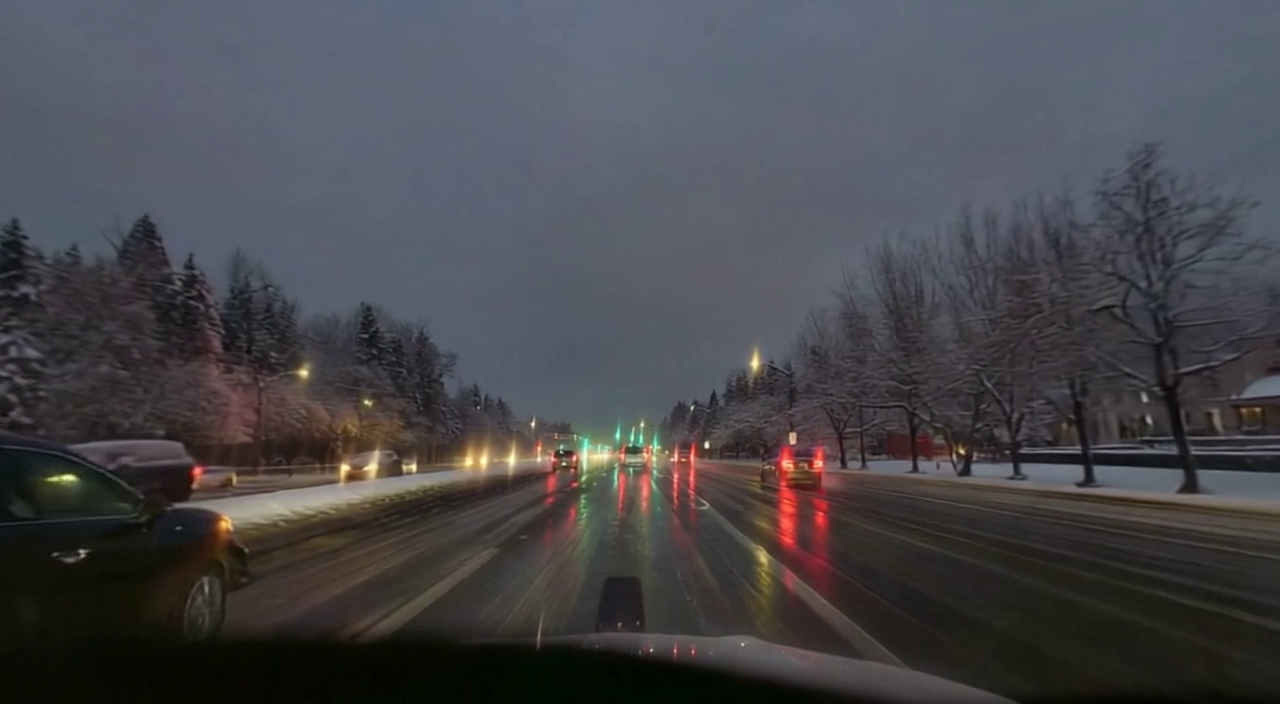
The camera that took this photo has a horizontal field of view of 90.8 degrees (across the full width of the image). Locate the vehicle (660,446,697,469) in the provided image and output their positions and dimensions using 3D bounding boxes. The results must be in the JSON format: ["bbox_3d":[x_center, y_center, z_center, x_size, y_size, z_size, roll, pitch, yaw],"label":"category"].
[{"bbox_3d":[2.499,6.969,41.809,2.014,1.430,4.103,0,-8,-2],"label":"vehicle"}]

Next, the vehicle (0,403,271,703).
[{"bbox_3d":[-3.736,0.927,2.430,2.018,1.476,4.364,0,-8,0],"label":"vehicle"}]

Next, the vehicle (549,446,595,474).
[{"bbox_3d":[-3.853,6.161,36.417,2.163,1.474,4.413,0,-8,0],"label":"vehicle"}]

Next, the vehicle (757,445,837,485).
[{"bbox_3d":[6.278,4.549,25.863,2.028,1.451,4.625,0,-8,-1],"label":"vehicle"}]

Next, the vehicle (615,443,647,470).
[{"bbox_3d":[-0.618,6.890,41.879,2.008,1.716,4.125,0,-8,-1],"label":"vehicle"}]

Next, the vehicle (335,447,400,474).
[{"bbox_3d":[-15.949,6.367,37.206,1.835,1.455,4.487,0,-8,0],"label":"vehicle"}]
